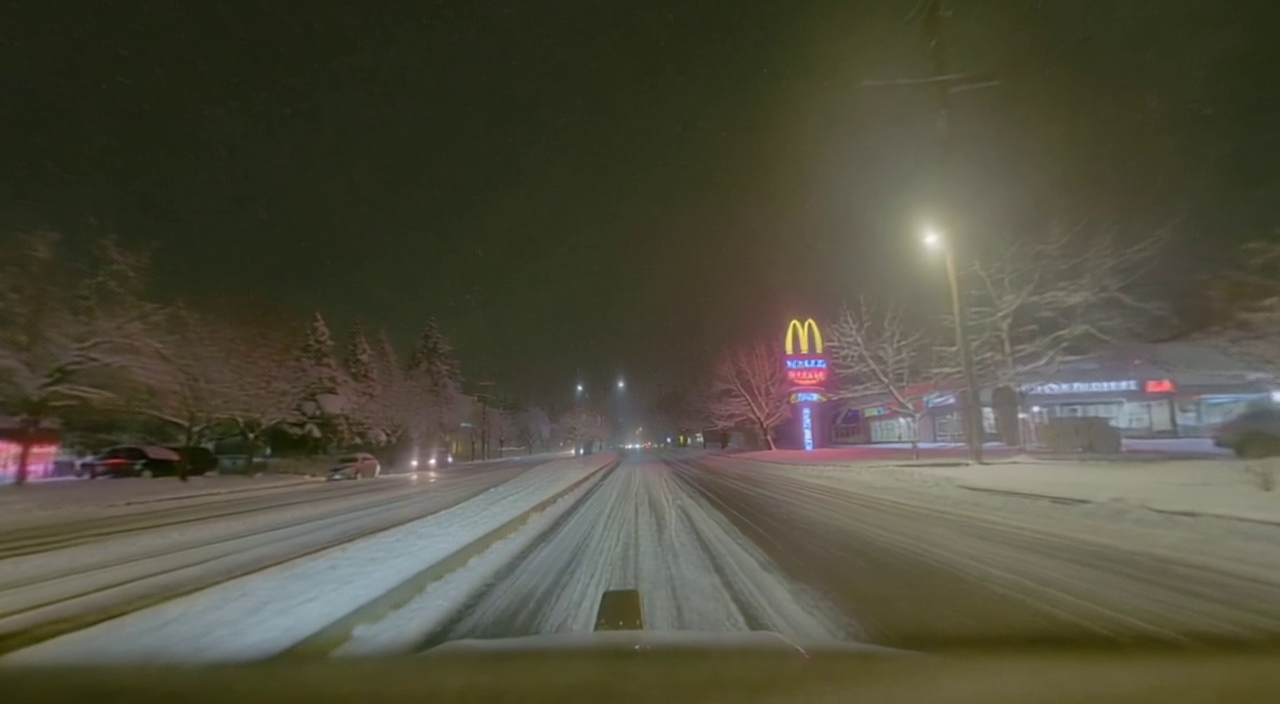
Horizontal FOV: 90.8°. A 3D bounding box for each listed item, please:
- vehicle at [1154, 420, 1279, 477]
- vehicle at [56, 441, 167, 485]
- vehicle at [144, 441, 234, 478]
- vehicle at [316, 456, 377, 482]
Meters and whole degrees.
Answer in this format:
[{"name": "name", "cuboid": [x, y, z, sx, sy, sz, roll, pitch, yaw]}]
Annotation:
[{"name": "vehicle", "cuboid": [21.313, 3.257, 21.291, 2.480, 1.766, 6.529, 0, -8, 0]}, {"name": "vehicle", "cuboid": [-29.731, 6.157, 35.519, 5.630, 2.280, 2.513, -4, -9, 26]}, {"name": "vehicle", "cuboid": [-29.813, 7.058, 41.725, 5.867, 2.279, 2.342, -5, -10, 28]}, {"name": "vehicle", "cuboid": [-19.417, 7.722, 42.017, 2.012, 1.471, 4.613, -2, -8, -2]}]
